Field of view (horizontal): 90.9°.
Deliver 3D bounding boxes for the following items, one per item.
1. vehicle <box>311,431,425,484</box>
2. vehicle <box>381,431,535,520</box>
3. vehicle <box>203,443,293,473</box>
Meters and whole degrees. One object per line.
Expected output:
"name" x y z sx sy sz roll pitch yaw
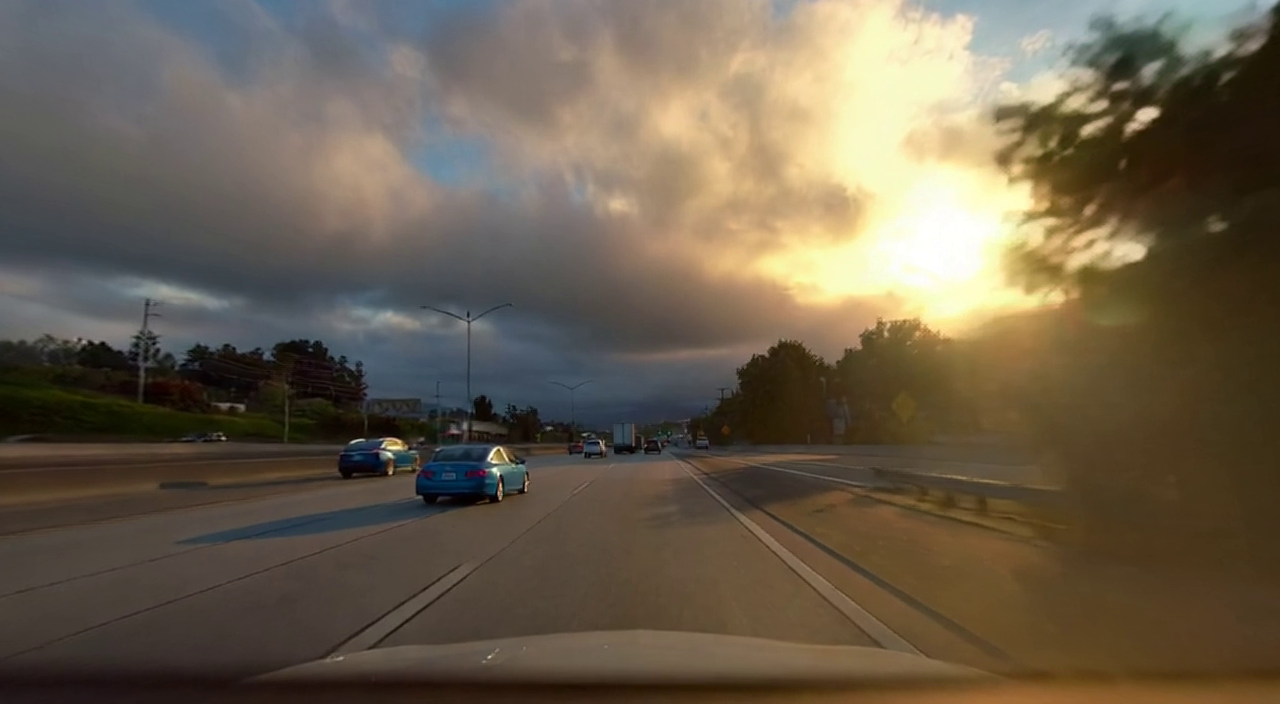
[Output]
"vehicle" -10.253 3.994 24.317 2.044 1.810 5.016 -1 -8 2
"vehicle" -3.476 2.417 12.854 1.953 1.511 3.704 -1 -8 1
"vehicle" -22.429 6.067 36.366 1.928 1.563 4.820 -1 -8 3
